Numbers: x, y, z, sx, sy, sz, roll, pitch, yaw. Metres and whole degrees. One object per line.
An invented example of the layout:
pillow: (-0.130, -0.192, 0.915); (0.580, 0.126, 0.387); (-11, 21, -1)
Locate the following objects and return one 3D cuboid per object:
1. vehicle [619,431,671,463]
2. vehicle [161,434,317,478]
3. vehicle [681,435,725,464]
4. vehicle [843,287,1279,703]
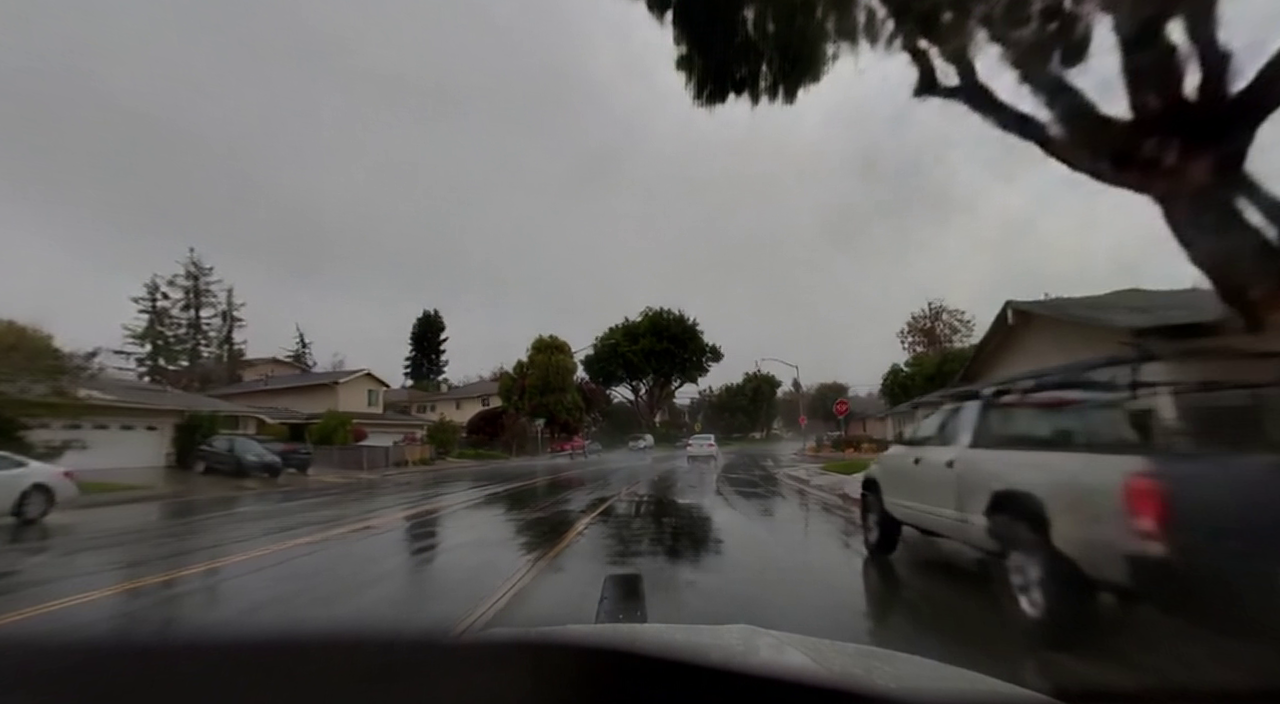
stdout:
vehicle: (0.368, 5.409, 36.088); (2.178, 1.695, 4.339); (-2, -8, 11)
vehicle: (-17.069, 4.453, 26.999); (5.177, 1.779, 2.199); (0, -8, 1)
vehicle: (3.463, 5.206, 33.816); (1.955, 1.459, 4.383); (-1, -8, 11)
vehicle: (3.695, 1.144, 5.153); (2.516, 2.019, 5.790); (0, -8, 4)
